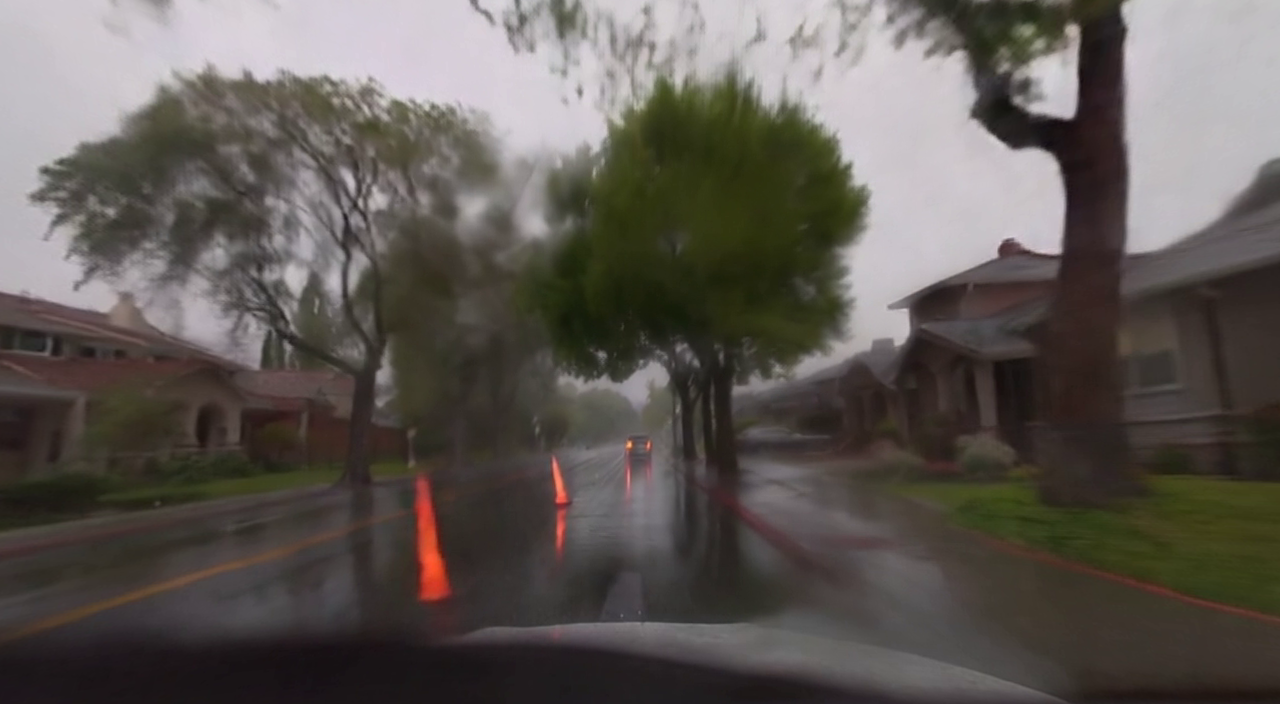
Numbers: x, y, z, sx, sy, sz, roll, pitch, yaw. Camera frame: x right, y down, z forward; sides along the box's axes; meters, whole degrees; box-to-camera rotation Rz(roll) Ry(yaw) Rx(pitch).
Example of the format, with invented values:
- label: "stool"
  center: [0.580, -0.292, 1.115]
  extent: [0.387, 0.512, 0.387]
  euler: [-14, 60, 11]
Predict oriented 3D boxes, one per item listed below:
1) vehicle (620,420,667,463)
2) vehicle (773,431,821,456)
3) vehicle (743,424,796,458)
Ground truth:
- label: "vehicle"
  center: [0.096, 4.634, 32.812]
  extent: [2.169, 2.015, 5.206]
  euler: [1, -8, -2]
- label: "vehicle"
  center: [10.415, 6.078, 42.053]
  extent: [1.698, 1.548, 2.969]
  euler: [5, -9, -20]
- label: "vehicle"
  center: [9.523, 6.719, 47.113]
  extent: [2.253, 2.306, 6.753]
  euler: [1, -9, -2]
